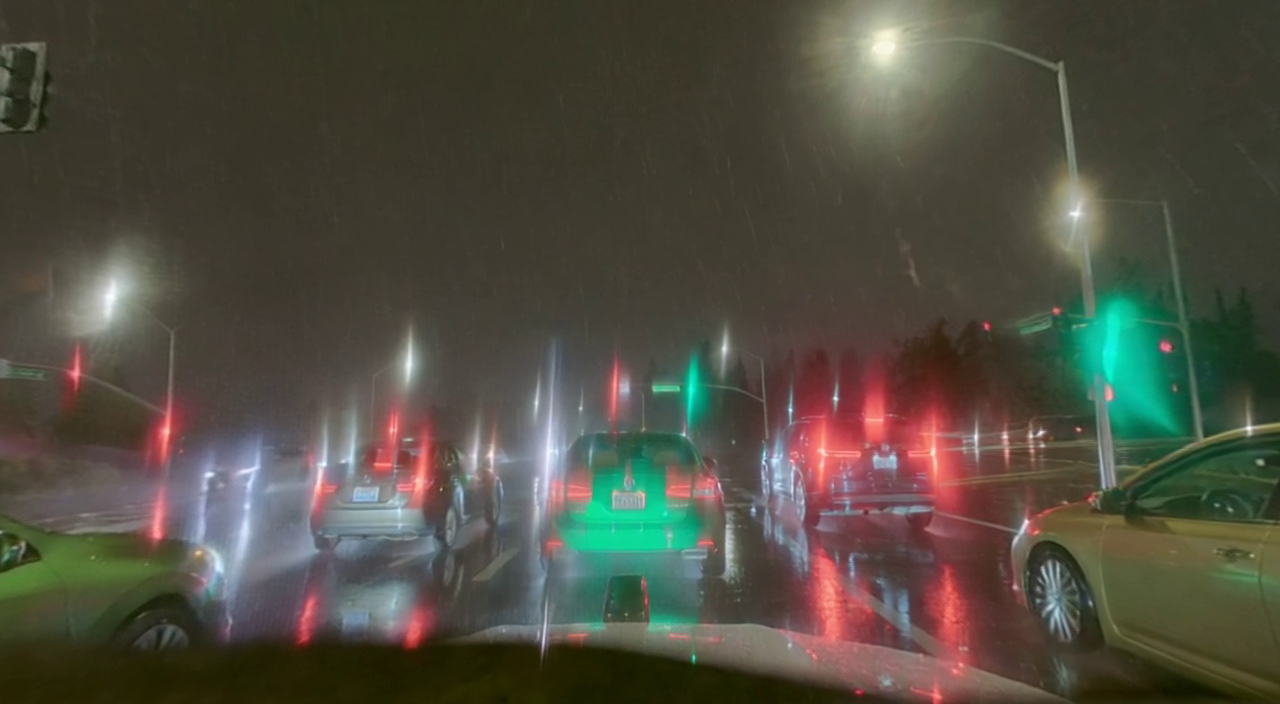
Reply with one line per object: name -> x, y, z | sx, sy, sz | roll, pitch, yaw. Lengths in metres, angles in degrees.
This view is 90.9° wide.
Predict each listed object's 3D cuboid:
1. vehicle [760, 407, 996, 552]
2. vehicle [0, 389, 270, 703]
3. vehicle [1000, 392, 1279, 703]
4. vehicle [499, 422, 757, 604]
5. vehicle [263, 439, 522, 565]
vehicle -> 3.310, 1.867, 9.842 | 1.992, 1.744, 4.183 | 0, -8, 0
vehicle -> -3.473, 0.844, 1.849 | 2.016, 1.547, 4.414 | 0, -8, 1
vehicle -> 3.938, 0.974, 3.115 | 1.800, 1.519, 4.198 | 0, -8, 0
vehicle -> -0.123, 1.652, 7.390 | 2.140, 1.499, 4.119 | 0, -8, -1
vehicle -> -3.292, 2.073, 9.554 | 1.995, 1.436, 4.373 | -1, -8, 3
